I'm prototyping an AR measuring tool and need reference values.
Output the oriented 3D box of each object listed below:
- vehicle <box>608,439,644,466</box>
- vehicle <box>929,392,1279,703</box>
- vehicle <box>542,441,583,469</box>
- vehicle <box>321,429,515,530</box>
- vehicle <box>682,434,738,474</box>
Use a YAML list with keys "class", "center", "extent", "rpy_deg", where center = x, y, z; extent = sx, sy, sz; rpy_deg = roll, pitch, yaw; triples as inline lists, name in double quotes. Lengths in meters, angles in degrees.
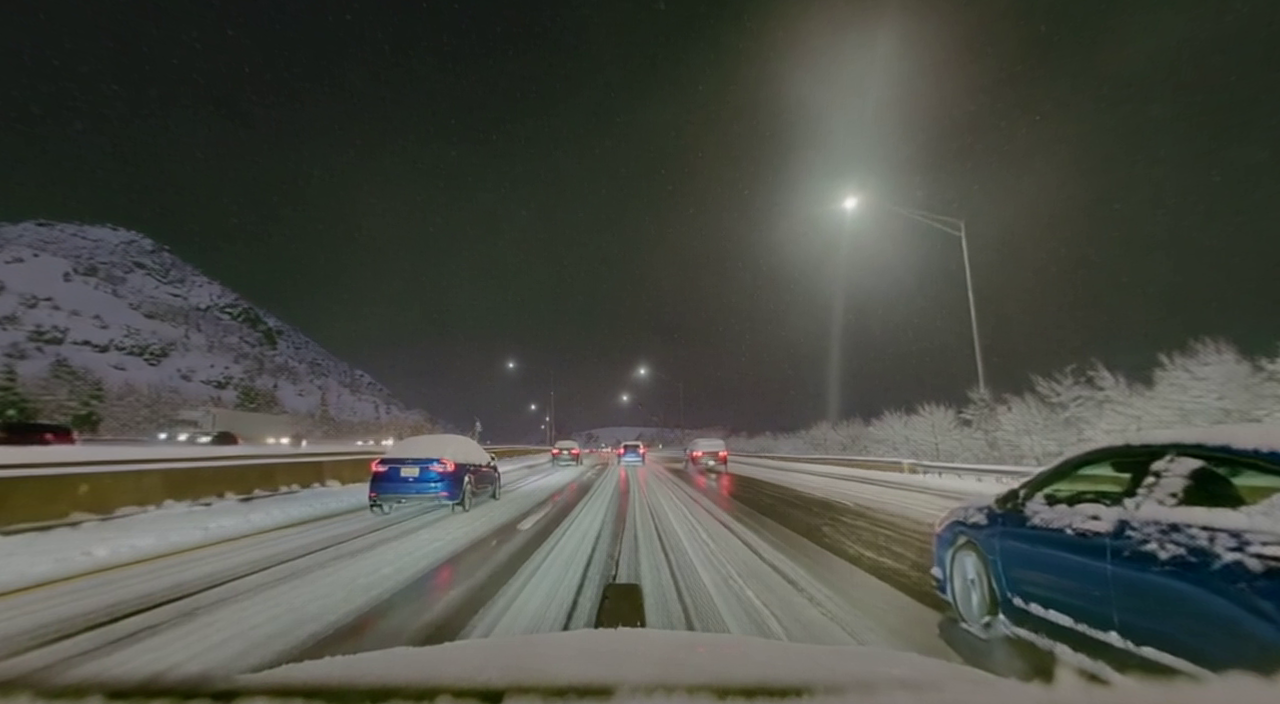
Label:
- class: "vehicle"
  center: [-0.841, 6.199, 38.942]
  extent: [2.147, 1.572, 4.094]
  rpy_deg: [0, -9, -1]
- class: "vehicle"
  center: [3.368, 0.956, 2.543]
  extent: [2.136, 1.511, 4.706]
  rpy_deg: [0, -9, 0]
- class: "vehicle"
  center: [-4.219, 5.665, 34.738]
  extent: [1.796, 1.464, 3.839]
  rpy_deg: [0, -9, -1]
- class: "vehicle"
  center: [-3.779, 2.247, 11.668]
  extent: [1.993, 1.500, 4.248]
  rpy_deg: [0, -9, 1]
- class: "vehicle"
  center: [3.385, 5.067, 31.439]
  extent: [2.222, 1.820, 4.733]
  rpy_deg: [0, -9, -1]
